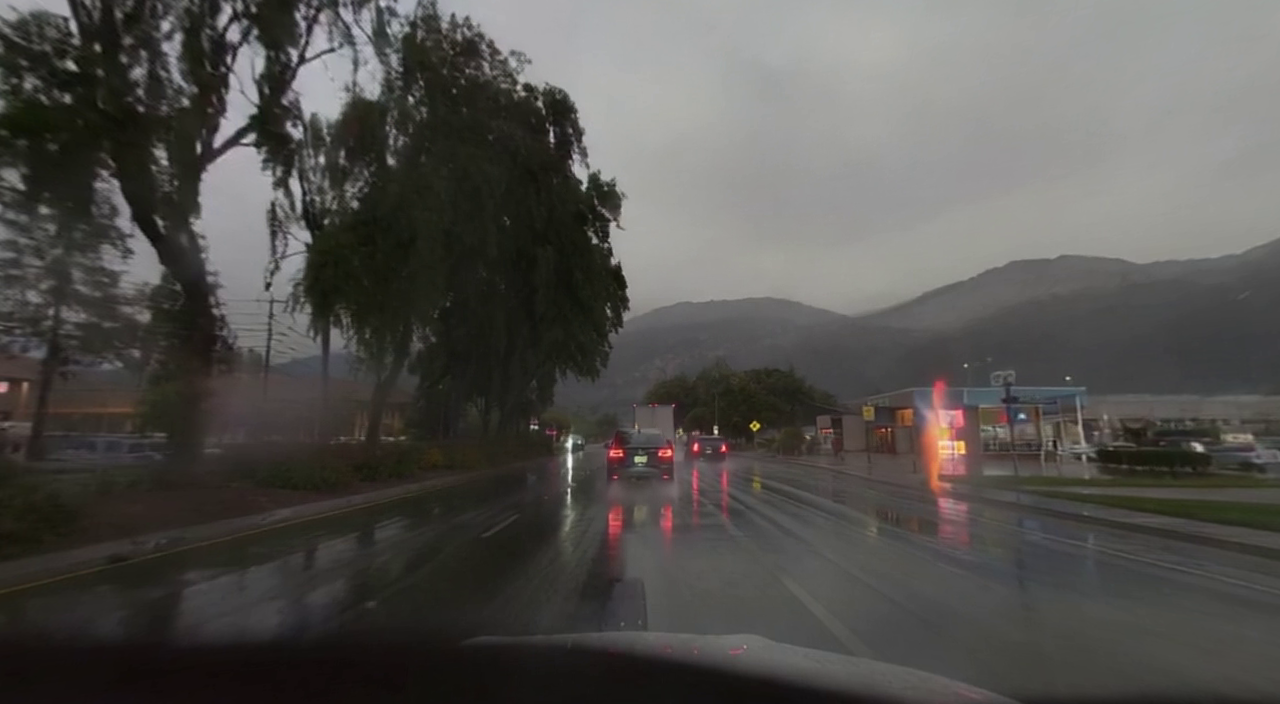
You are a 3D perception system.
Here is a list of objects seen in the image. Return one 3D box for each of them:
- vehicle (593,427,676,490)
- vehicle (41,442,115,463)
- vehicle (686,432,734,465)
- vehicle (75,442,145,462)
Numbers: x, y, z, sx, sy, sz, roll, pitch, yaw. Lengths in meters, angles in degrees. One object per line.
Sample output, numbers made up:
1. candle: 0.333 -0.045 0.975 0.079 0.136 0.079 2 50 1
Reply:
1. vehicle: -0.174 3.078 18.462 2.193 1.651 3.946 0 -8 -1
2. vehicle: -36.887 6.607 41.270 3.245 1.338 1.536 4 -9 -25
3. vehicle: 3.727 5.214 34.151 2.088 1.655 4.360 0 -8 -1
4. vehicle: -37.249 7.010 44.184 3.325 1.360 1.590 3 -9 -22
